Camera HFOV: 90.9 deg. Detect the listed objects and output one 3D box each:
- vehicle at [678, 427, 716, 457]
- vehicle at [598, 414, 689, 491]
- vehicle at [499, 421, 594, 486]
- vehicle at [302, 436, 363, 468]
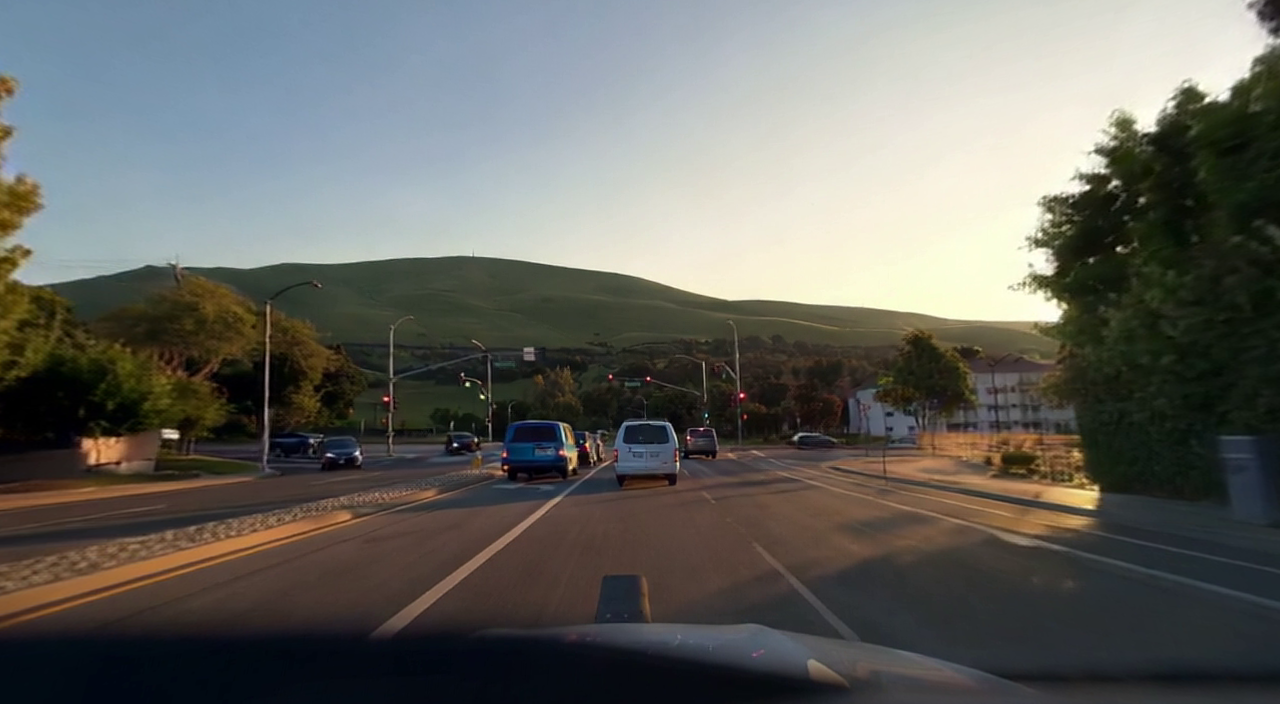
[{"bbox_3d":[3.239,5.231,36.521,1.817,1.662,3.843,0,-8,-1],"label":"vehicle"},{"bbox_3d":[0.154,2.724,17.336,2.185,1.822,4.391,0,-8,2],"label":"vehicle"},{"bbox_3d":[-2.776,3.153,19.812,2.131,1.783,4.540,-1,-8,2],"label":"vehicle"},{"bbox_3d":[-18.169,5.886,37.164,2.053,1.754,4.717,7,-11,-39],"label":"vehicle"}]
